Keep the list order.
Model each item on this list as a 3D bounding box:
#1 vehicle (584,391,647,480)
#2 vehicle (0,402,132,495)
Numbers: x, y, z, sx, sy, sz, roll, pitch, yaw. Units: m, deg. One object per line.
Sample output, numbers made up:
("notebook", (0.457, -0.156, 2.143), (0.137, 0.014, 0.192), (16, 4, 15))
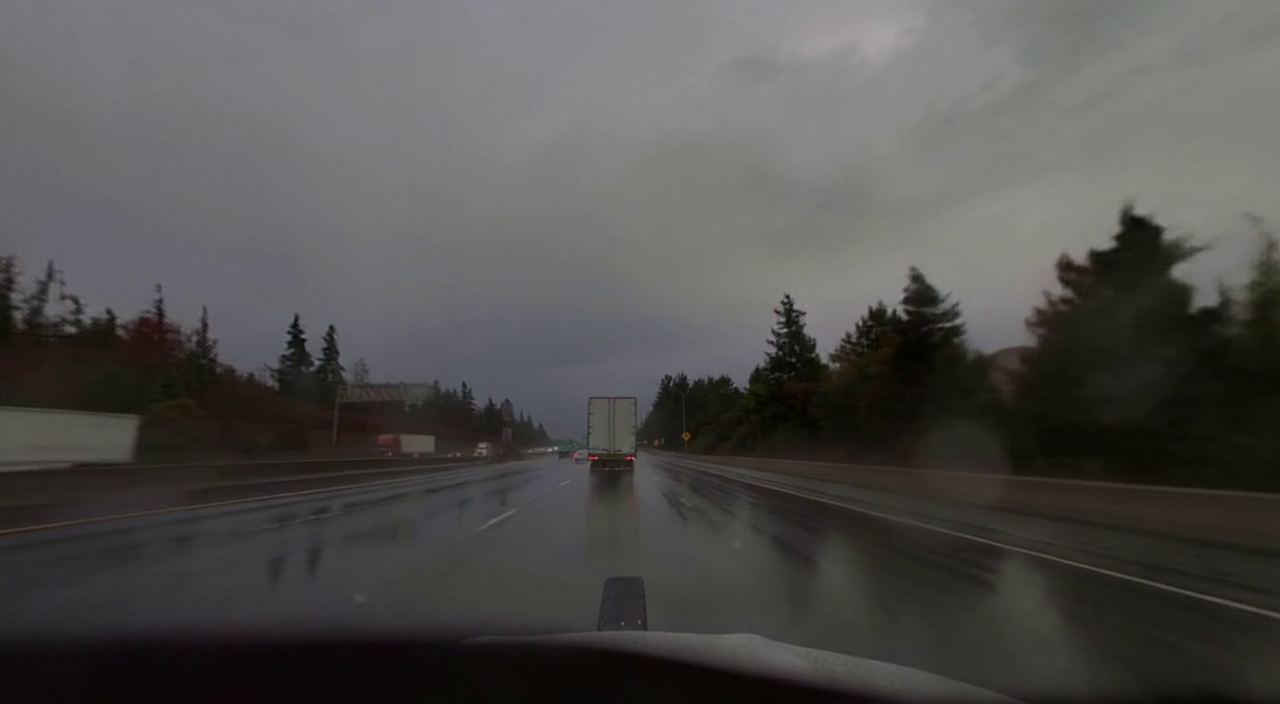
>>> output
("vehicle", (-1.374, 4.747, 34.841), (2.875, 4.056, 12.312), (0, -9, -2))
("vehicle", (-27.562, 4.010, 26.122), (2.790, 3.732, 12.674), (0, -9, -2))
